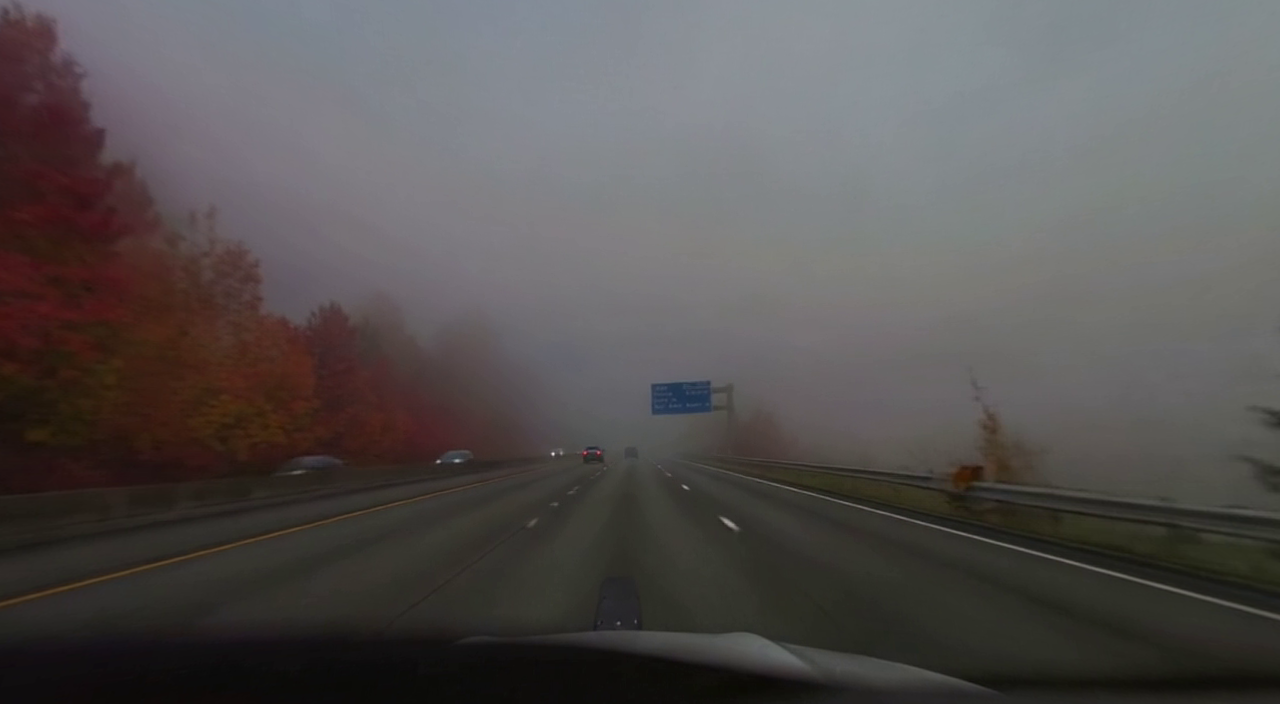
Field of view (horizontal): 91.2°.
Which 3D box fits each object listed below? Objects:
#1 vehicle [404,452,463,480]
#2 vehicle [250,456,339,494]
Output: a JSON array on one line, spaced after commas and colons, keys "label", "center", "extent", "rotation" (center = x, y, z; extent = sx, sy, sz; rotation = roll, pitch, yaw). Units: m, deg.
[{"label": "vehicle", "center": [-11.426, 6.315, 34.903], "extent": [1.879, 1.458, 3.974], "rotation": [0, -9, 1]}, {"label": "vehicle", "center": [-15.054, 5.363, 27.530], "extent": [1.750, 1.478, 3.765], "rotation": [0, -9, 0]}]
